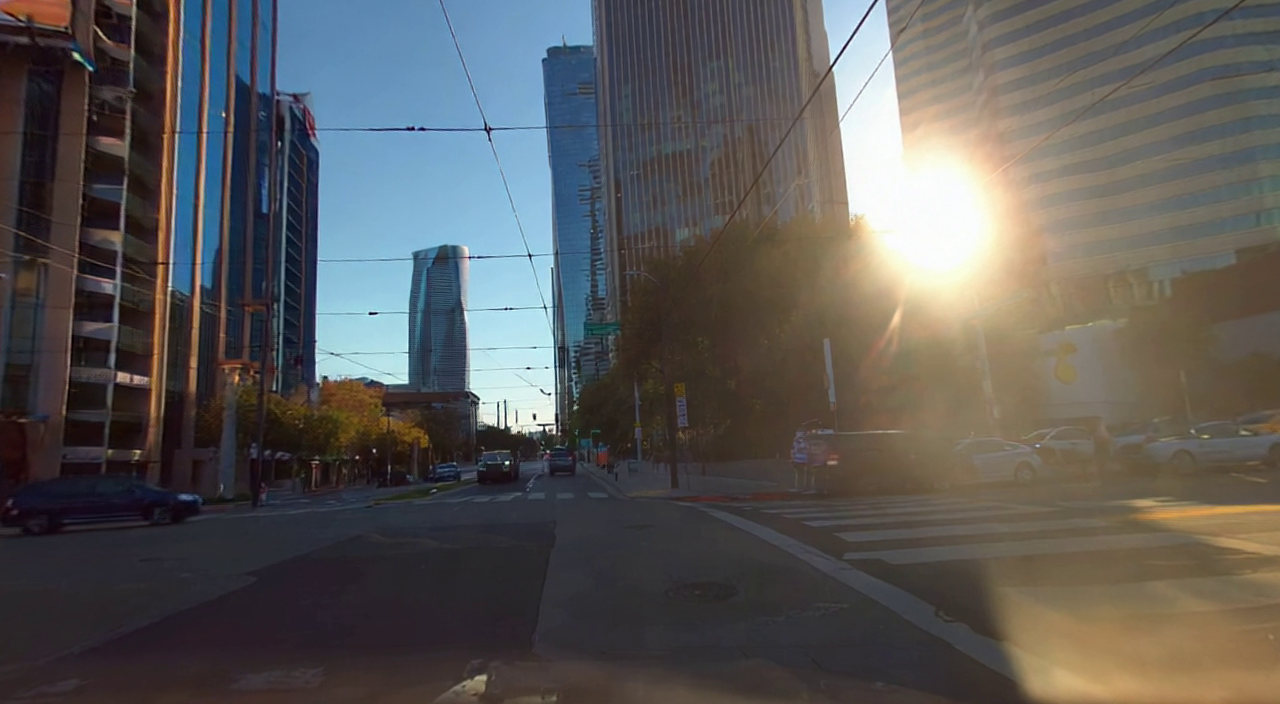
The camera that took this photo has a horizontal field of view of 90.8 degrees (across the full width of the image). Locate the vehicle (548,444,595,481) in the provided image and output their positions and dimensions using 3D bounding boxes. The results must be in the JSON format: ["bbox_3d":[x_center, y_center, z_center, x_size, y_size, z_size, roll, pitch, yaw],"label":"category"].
[{"bbox_3d":[-3.708,6.084,35.183,2.137,1.910,5.120,0,-8,-1],"label":"vehicle"}]

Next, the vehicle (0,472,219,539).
[{"bbox_3d":[-14.359,4.077,17.103,4.549,1.490,1.797,3,-9,-21],"label":"vehicle"}]

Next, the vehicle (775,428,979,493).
[{"bbox_3d":[6.203,2.881,16.942,4.637,1.624,1.927,0,-8,-2],"label":"vehicle"}]

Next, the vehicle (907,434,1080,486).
[{"bbox_3d":[11.394,3.488,20.556,4.697,1.510,1.596,0,-9,-4],"label":"vehicle"}]

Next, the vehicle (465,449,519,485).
[{"bbox_3d":[-8.423,6.518,36.282,2.121,1.792,4.510,-3,-8,-2],"label":"vehicle"}]

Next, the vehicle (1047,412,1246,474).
[{"bbox_3d":[16.759,3.037,21.079,4.944,1.946,1.952,0,-8,-3],"label":"vehicle"}]
